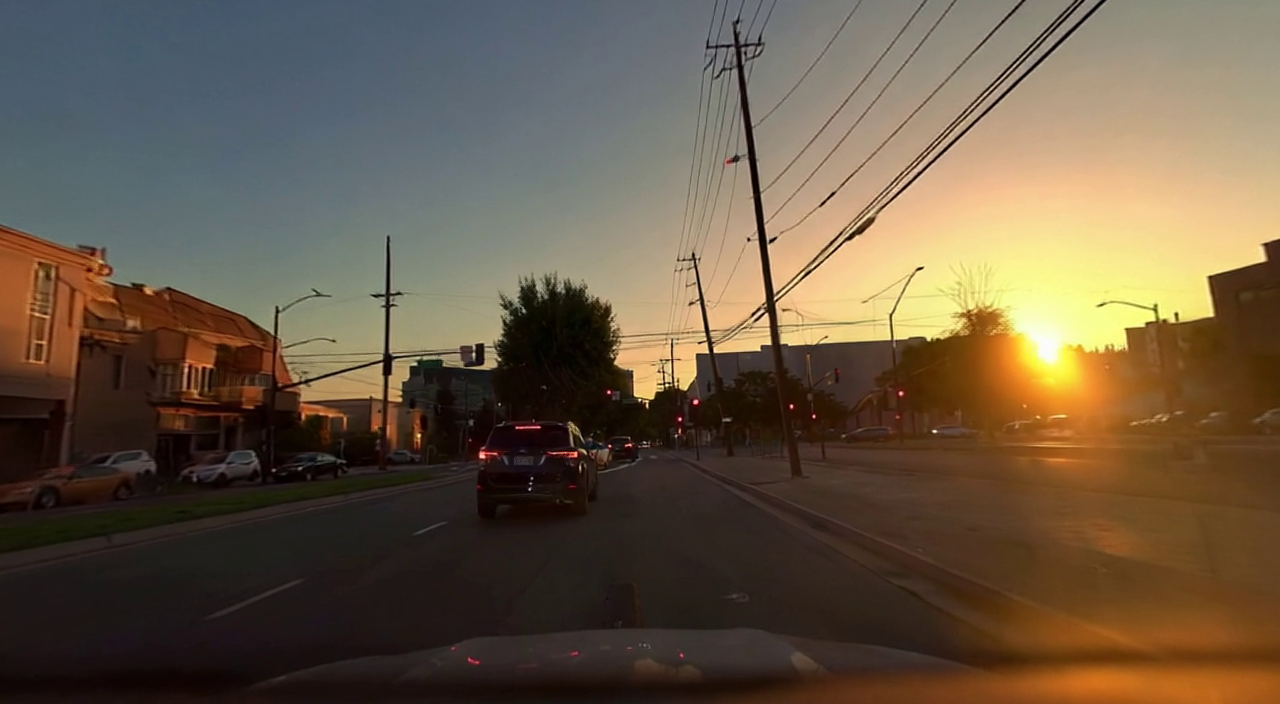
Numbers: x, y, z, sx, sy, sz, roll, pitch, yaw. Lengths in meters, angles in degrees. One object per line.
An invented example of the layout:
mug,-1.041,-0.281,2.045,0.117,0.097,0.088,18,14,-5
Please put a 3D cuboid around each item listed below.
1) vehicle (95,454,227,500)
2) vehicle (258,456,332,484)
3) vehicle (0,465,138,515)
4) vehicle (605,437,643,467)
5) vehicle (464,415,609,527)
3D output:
vehicle,-20.110,5.217,26.807,1.989,1.689,4.388,0,-9,2
vehicle,-20.116,6.875,37.072,1.826,1.430,4.426,0,-9,0
vehicle,-20.206,4.710,22.023,1.790,1.415,4.450,0,-9,-1
vehicle,-0.915,5.956,37.722,2.144,1.681,3.855,0,-9,0
vehicle,-1.746,2.199,12.127,2.022,1.757,4.041,0,-9,1
